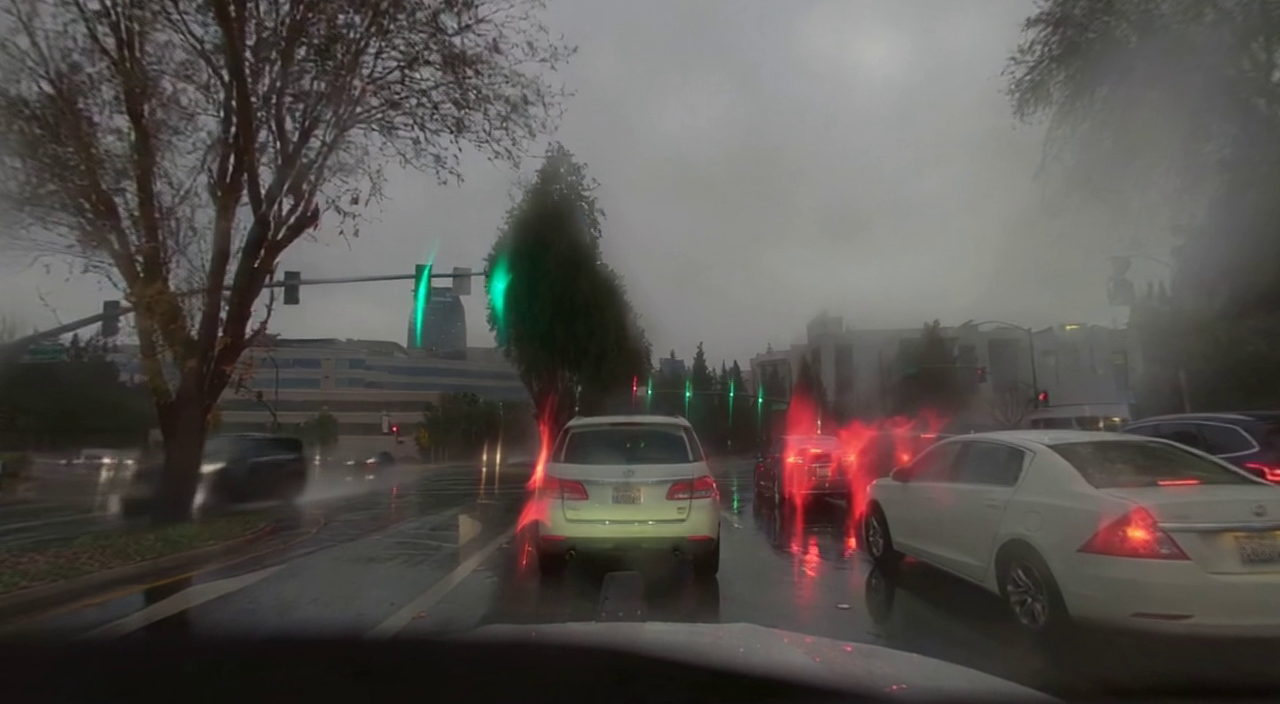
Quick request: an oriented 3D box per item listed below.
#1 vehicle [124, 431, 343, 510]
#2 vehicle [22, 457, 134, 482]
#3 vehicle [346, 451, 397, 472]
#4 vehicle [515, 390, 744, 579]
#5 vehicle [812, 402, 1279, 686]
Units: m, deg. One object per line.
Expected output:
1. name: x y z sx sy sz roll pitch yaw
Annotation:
1. vehicle: -11.052 3.253 18.012 2.204 1.848 6.047 0 -9 1
2. vehicle: -35.089 7.341 39.592 4.845 1.442 1.880 2 -9 -13
3. vehicle: -20.875 8.512 49.325 1.899 1.469 4.668 0 -9 0
4. vehicle: -0.214 1.618 8.435 2.236 1.827 4.316 1 -9 -3
5. vehicle: 3.363 1.419 5.967 2.034 1.558 4.774 0 -9 -1
